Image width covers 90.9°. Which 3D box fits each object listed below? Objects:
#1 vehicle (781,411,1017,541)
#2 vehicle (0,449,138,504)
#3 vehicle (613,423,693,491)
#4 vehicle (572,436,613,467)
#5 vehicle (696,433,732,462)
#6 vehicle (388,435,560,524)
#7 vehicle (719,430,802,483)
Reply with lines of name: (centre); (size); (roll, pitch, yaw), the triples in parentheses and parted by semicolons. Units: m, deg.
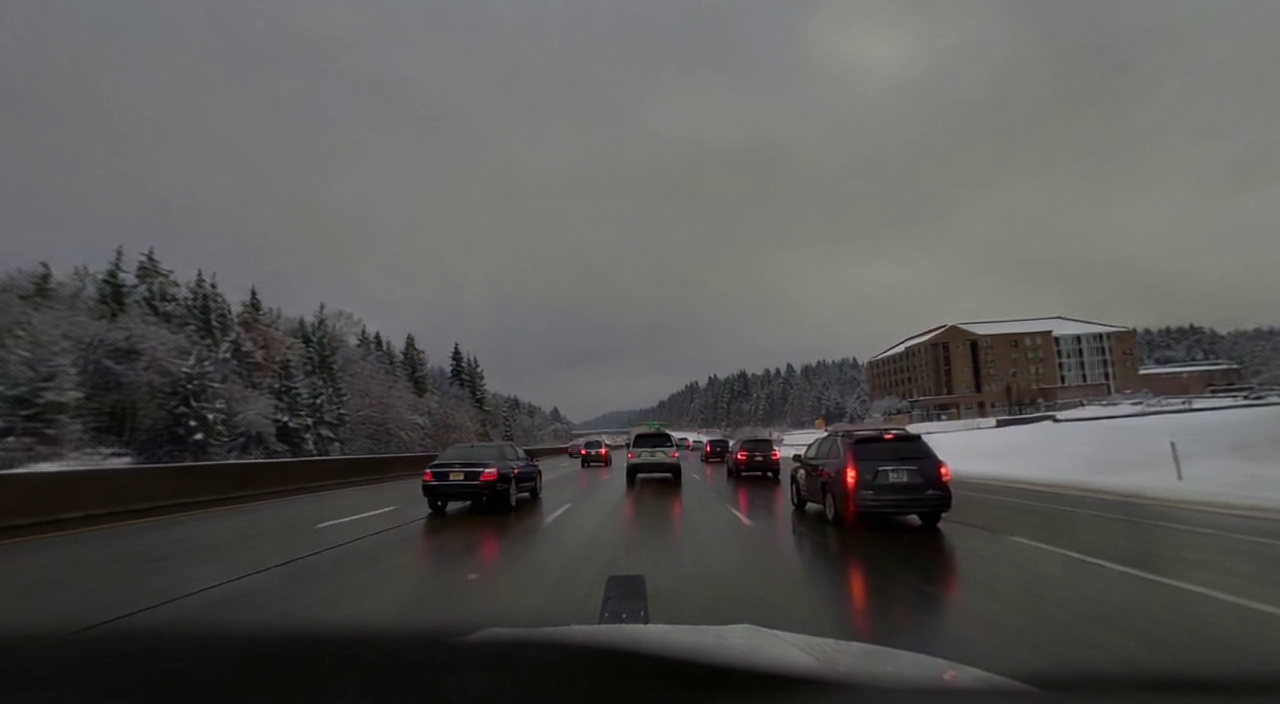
vehicle: (3.944, 1.972, 10.688); (2.156, 1.701, 4.494); (-1, -8, 1)
vehicle: (-20.981, 4.396, 22.725); (1.950, 1.718, 4.492); (-1, -8, 2)
vehicle: (0.397, 3.197, 19.501); (2.153, 1.805, 4.631); (-1, -8, 1)
vehicle: (-2.763, 5.874, 37.481); (1.951, 1.694, 4.188); (-1, -8, 3)
vehicle: (4.852, 6.318, 41.899); (2.039, 1.832, 3.989); (-1, -8, 2)
vehicle: (-3.052, 2.465, 12.888); (1.965, 1.443, 4.968); (-1, -8, 3)
vehicle: (4.090, 3.630, 22.184); (2.094, 1.676, 4.309); (-1, -8, 1)
